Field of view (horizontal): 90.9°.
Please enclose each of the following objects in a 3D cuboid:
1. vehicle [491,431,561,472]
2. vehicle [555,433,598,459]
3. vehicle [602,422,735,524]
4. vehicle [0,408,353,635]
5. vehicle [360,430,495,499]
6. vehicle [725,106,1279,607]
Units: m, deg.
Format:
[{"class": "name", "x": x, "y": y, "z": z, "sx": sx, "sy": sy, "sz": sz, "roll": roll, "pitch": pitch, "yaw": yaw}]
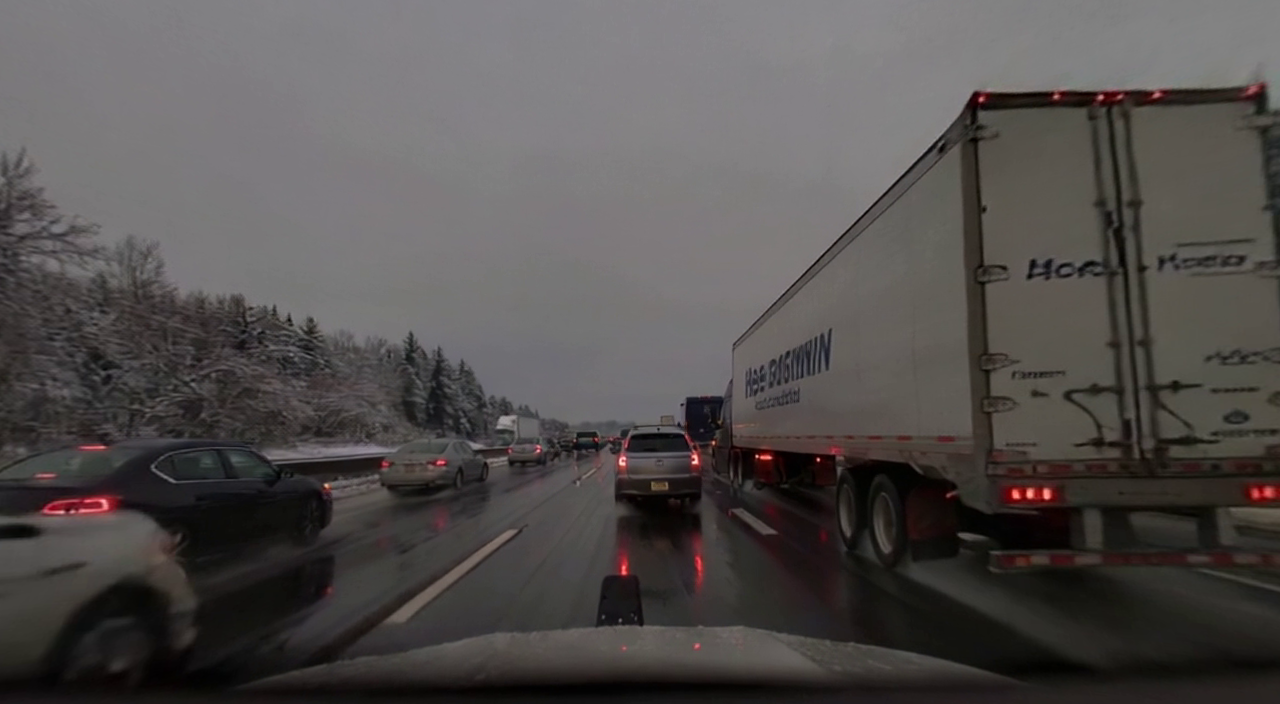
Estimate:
[{"class": "vehicle", "x": -4.486, "y": 3.979, "z": 25.449, "sx": 1.887, "sy": 1.493, "sz": 4.411, "roll": 0, "pitch": -8, "yaw": 1}, {"class": "vehicle", "x": -3.752, "y": 5.693, "z": 38.255, "sx": 2.005, "sy": 1.475, "sz": 4.466, "roll": 0, "pitch": -8, "yaw": 2}, {"class": "vehicle", "x": 0.394, "y": 2.045, "z": 11.191, "sx": 1.973, "sy": 1.505, "sz": 3.568, "roll": 0, "pitch": -8, "yaw": -1}, {"class": "vehicle", "x": -4.575, "y": 1.388, "z": 6.133, "sx": 1.821, "sy": 1.514, "sz": 3.677, "roll": 0, "pitch": -8, "yaw": 0}, {"class": "vehicle", "x": -5.006, "y": 2.685, "z": 15.521, "sx": 1.880, "sy": 1.458, "sz": 3.978, "roll": 0, "pitch": -8, "yaw": 1}, {"class": "vehicle", "x": 4.082, "y": 0.891, "z": 12.085, "sx": 2.817, "sy": 3.989, "sz": 14.321, "roll": 0, "pitch": -8, "yaw": 0}]
